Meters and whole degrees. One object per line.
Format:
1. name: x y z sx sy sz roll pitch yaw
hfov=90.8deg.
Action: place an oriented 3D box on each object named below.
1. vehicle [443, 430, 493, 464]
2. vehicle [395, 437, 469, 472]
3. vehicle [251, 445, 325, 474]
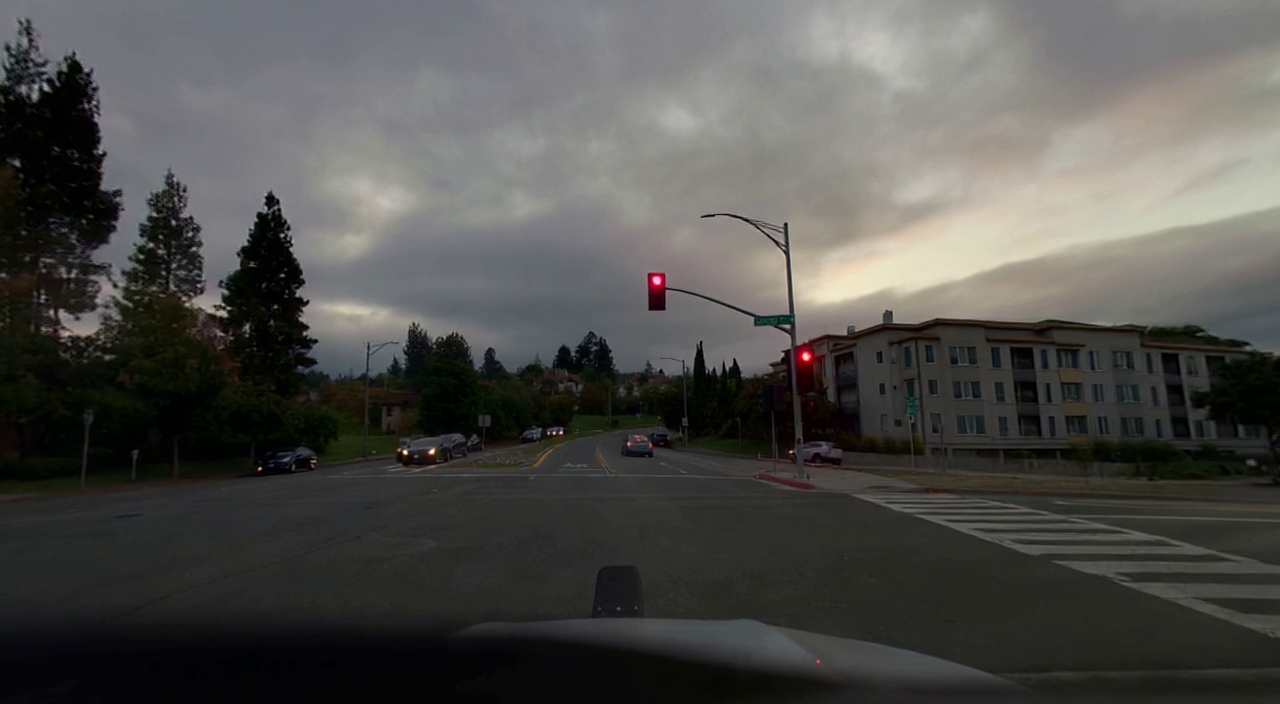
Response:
1. vehicle: -9.782 5.456 36.186 1.910 1.818 4.057 0 -9 -3
2. vehicle: -9.683 4.802 29.790 2.116 1.521 4.294 0 -9 -1
3. vehicle: -21.111 6.451 38.092 1.981 1.628 4.336 0 -9 -1
